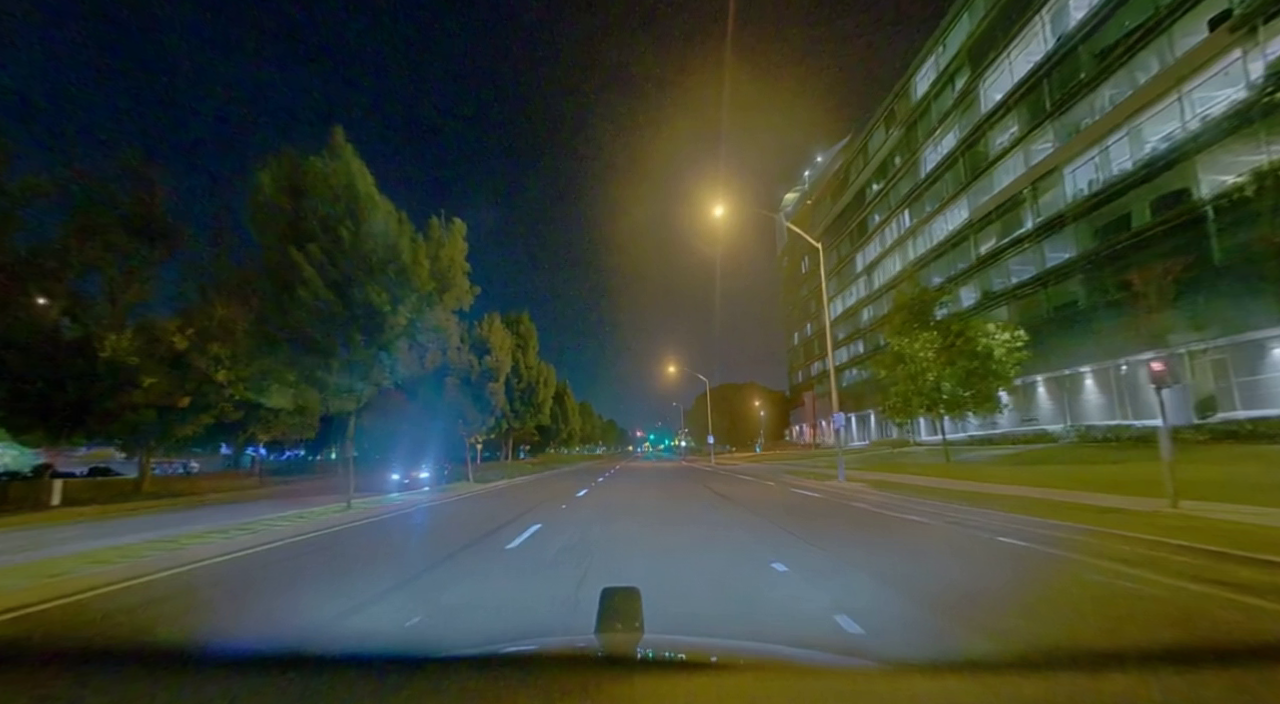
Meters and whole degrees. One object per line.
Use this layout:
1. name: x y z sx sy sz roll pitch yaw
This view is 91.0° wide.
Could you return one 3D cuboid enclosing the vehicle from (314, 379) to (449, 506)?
1. vehicle: -7.605 2.721 18.859 2.837 3.274 3.013 -4 -9 -3
